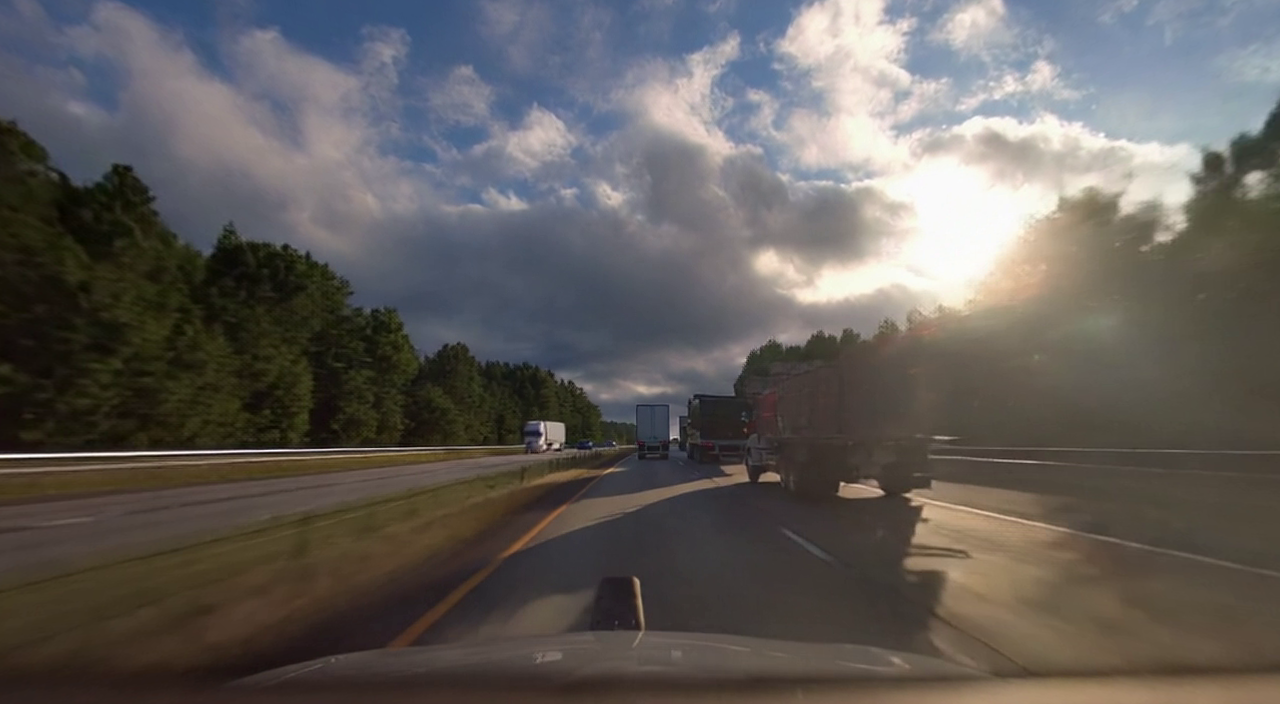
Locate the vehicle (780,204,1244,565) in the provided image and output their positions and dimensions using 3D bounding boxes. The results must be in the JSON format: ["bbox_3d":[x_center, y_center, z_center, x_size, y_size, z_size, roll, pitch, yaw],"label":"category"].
[{"bbox_3d":[4.903,0.854,11.031,2.843,3.940,8.349,-1,-8,0],"label":"vehicle"}]

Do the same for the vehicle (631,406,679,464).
[{"bbox_3d":[0.875,5.201,39.244,2.644,3.247,7.454,-1,-8,1],"label":"vehicle"}]
